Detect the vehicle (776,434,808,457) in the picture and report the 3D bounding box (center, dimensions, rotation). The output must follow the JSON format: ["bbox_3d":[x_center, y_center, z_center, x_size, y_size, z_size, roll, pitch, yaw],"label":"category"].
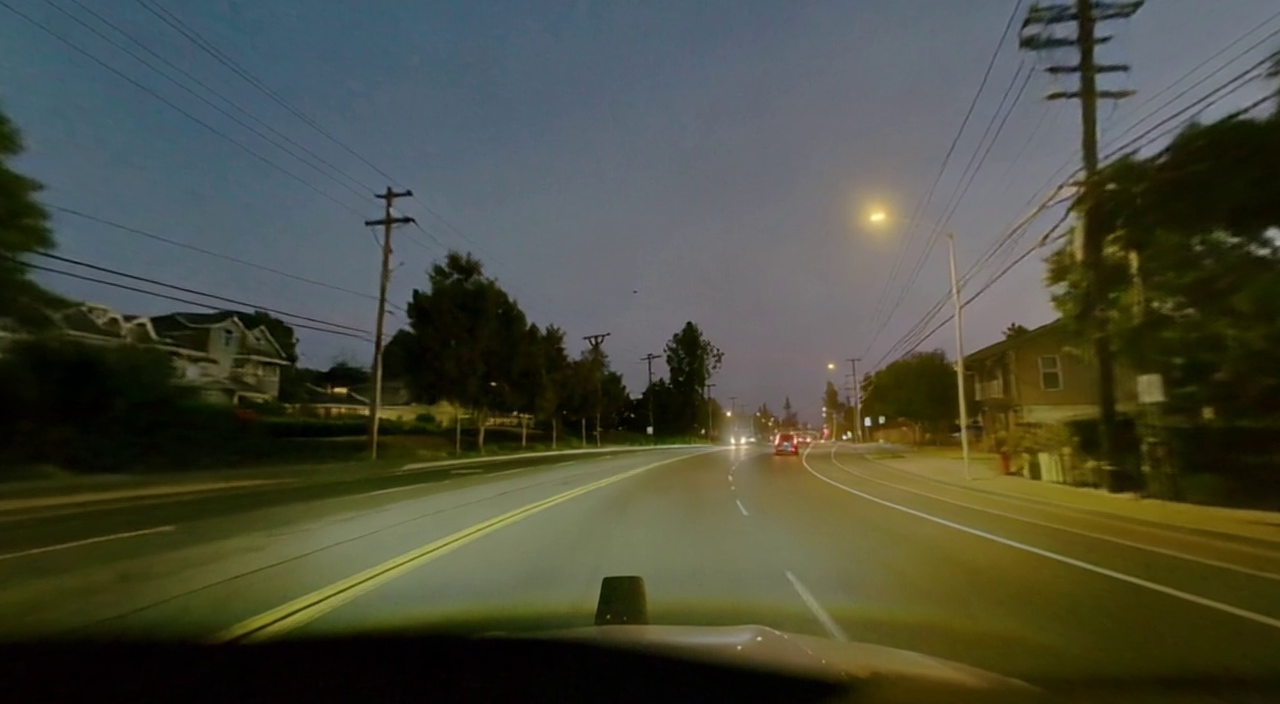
[{"bbox_3d":[10.152,6.276,42.234,1.982,1.451,4.152,-2,-9,12],"label":"vehicle"}]
